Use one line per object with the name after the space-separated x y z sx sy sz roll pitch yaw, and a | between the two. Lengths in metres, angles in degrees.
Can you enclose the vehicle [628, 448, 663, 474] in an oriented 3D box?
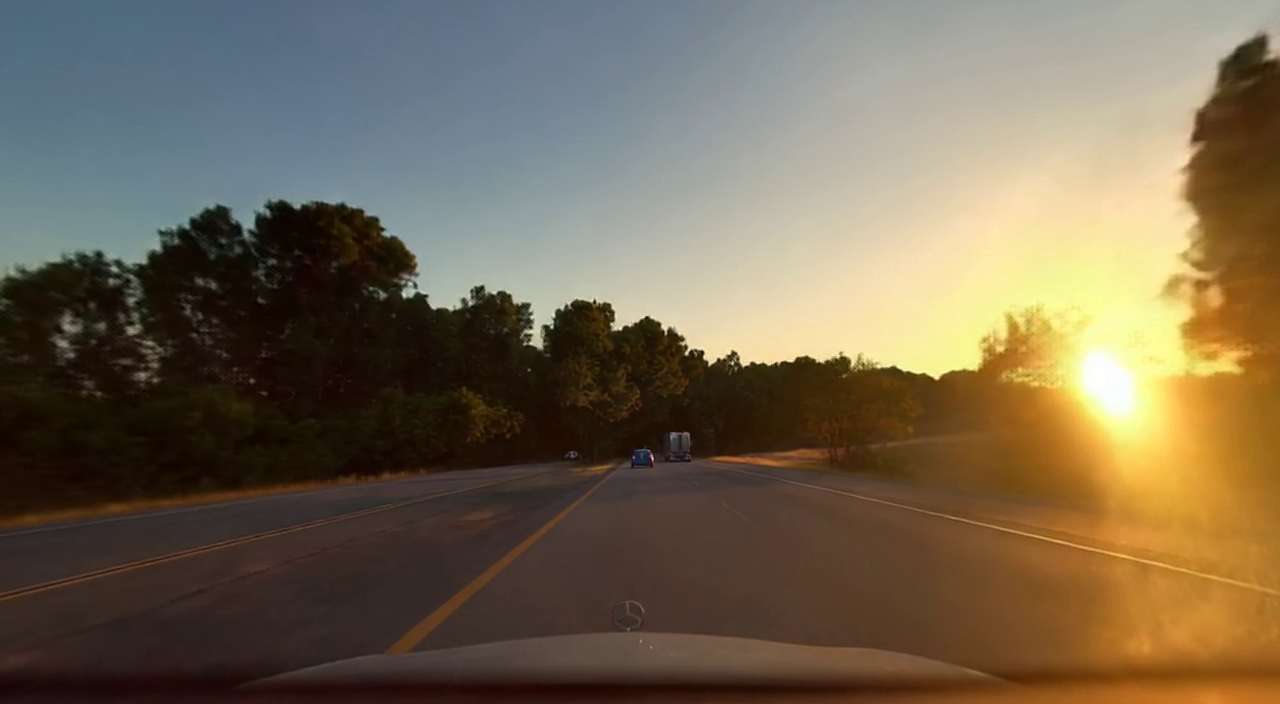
0.301 6.379 37.069 1.926 1.386 3.615 0 -9 0 | vehicle
